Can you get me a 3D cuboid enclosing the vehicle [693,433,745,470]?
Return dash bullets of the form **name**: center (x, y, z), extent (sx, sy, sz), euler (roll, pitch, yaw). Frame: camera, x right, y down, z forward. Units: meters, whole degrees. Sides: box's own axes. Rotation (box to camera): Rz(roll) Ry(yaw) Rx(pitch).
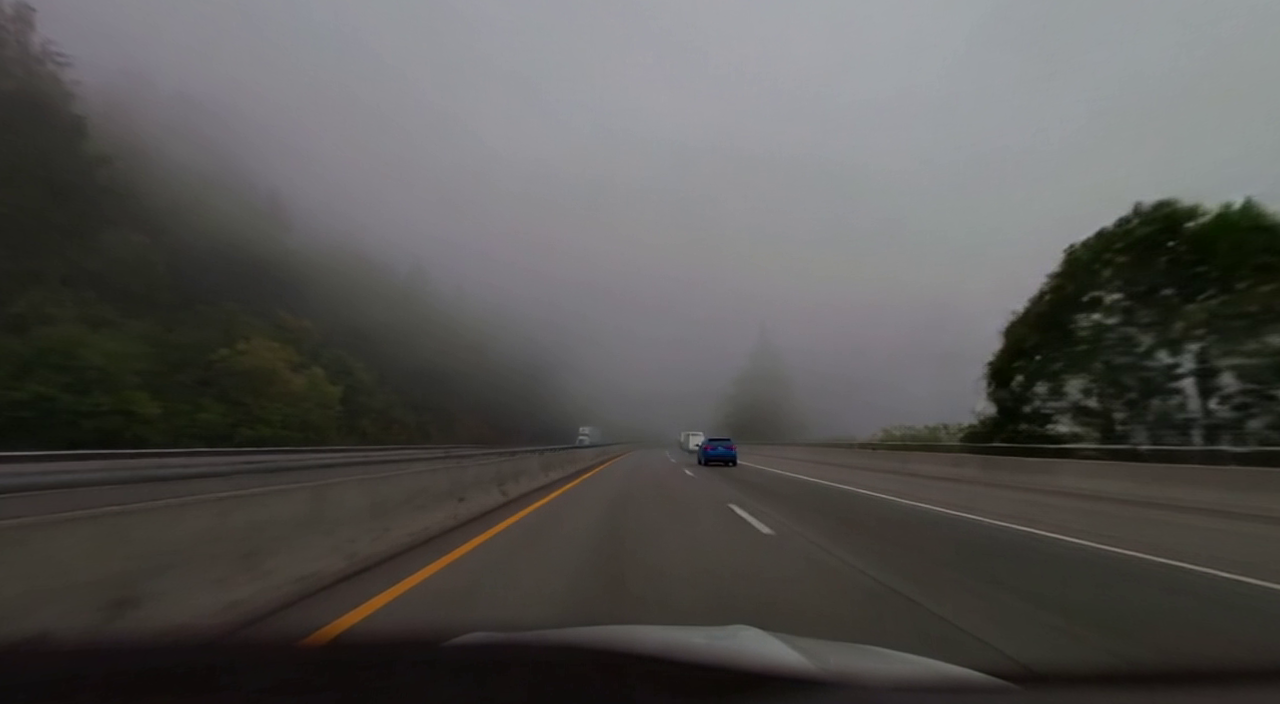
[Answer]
- **vehicle**: center (3.811, 4.870, 31.094), extent (2.022, 1.663, 4.245), euler (0, -8, 0)
